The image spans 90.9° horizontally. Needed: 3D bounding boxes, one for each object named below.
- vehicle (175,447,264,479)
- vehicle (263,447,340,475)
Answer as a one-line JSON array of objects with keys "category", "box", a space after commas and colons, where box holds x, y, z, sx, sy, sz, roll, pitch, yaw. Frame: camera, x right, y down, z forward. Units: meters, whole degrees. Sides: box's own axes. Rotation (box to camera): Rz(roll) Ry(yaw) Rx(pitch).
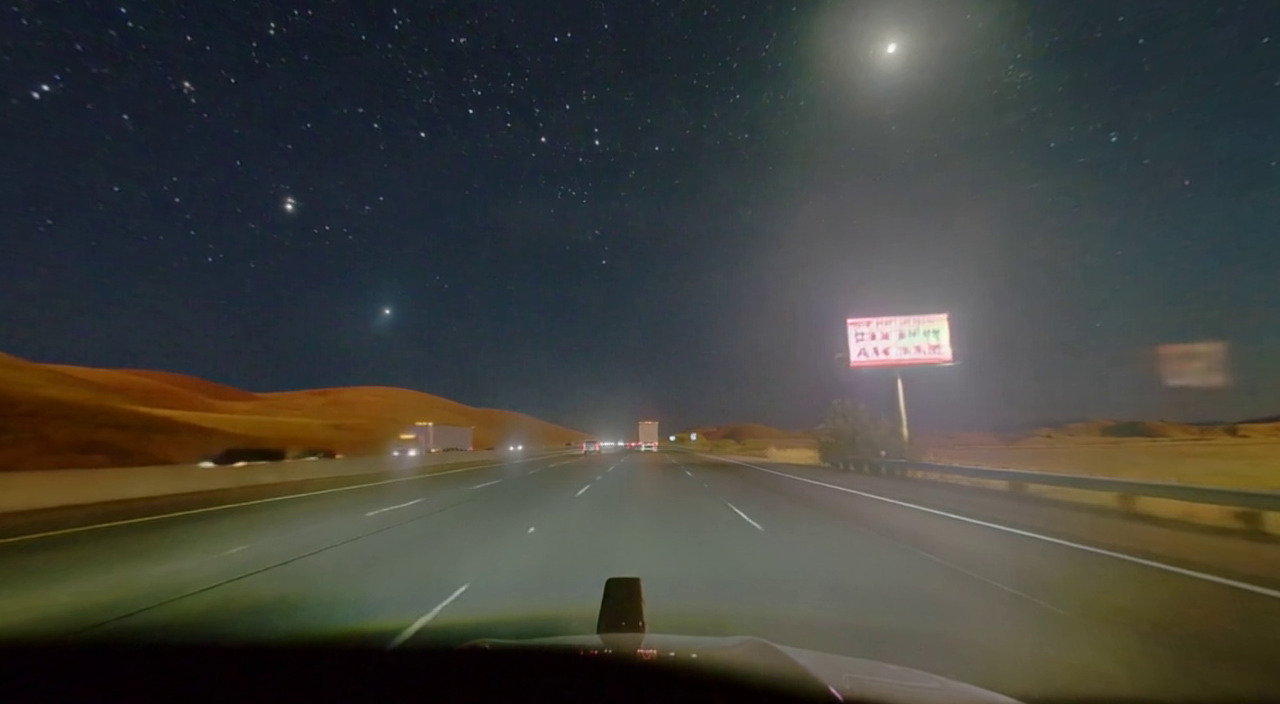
[{"category": "vehicle", "box": [-24.412, 6.443, 36.885, 1.938, 1.671, 4.653, 0, -8, 1]}, {"category": "vehicle", "box": [-20.556, 6.600, 38.580, 1.973, 1.580, 4.750, 0, -8, 1]}]
